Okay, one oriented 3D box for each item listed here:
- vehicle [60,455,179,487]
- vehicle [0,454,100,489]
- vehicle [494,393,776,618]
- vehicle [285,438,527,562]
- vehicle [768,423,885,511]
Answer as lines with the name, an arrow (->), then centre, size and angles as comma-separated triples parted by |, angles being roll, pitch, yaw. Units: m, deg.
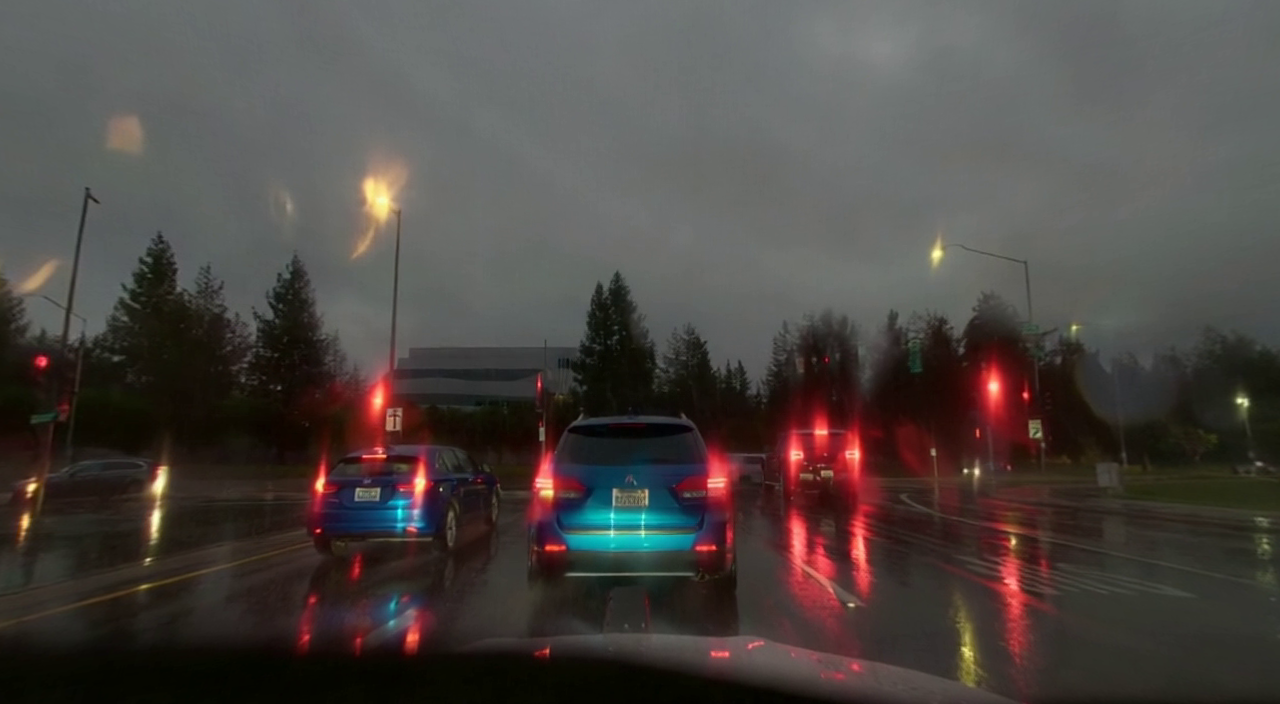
vehicle -> -25.985, 5.948, 31.601 | 4.140, 1.444, 1.742 | 2, -9, -15
vehicle -> -27.058, 5.278, 27.956 | 4.198, 1.444, 1.765 | 2, -9, -15
vehicle -> -0.036, 1.524, 7.180 | 2.203, 1.757, 4.286 | 0, -8, 0
vehicle -> -3.199, 2.092, 9.766 | 1.913, 1.453, 4.413 | 0, -8, 2
vehicle -> 4.804, 3.002, 16.932 | 2.084, 2.053, 4.073 | -1, -8, 4
